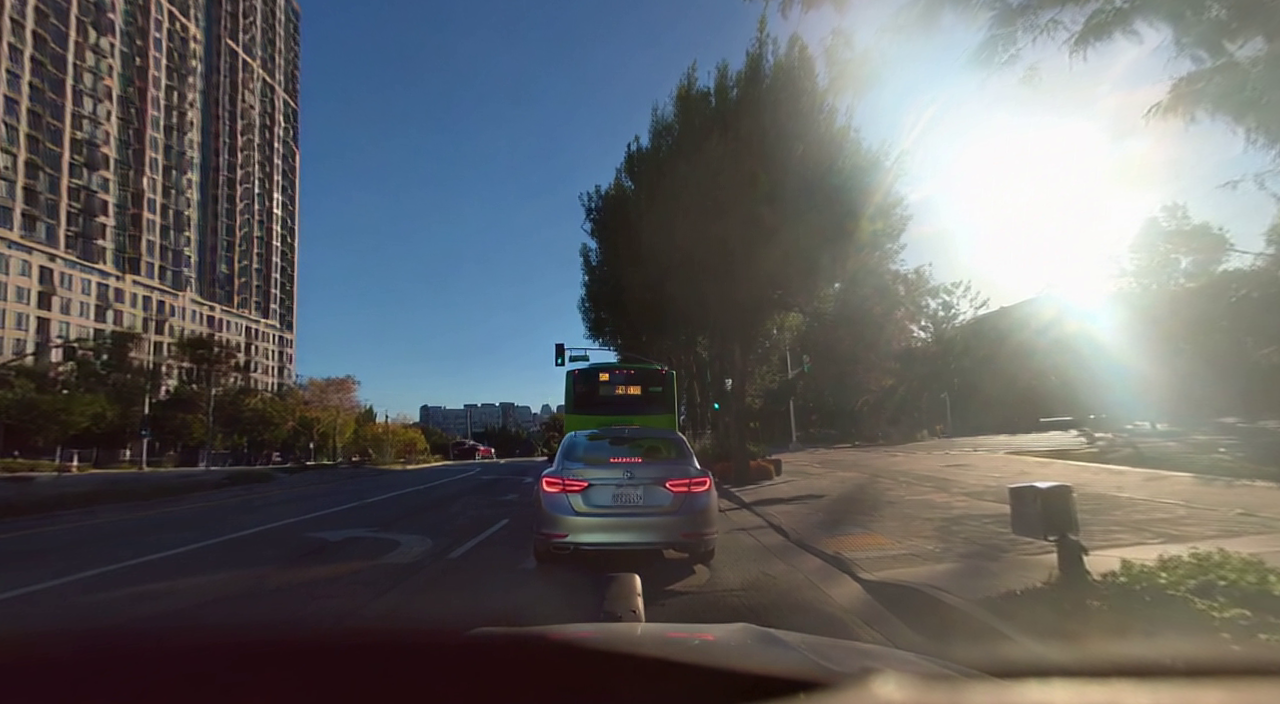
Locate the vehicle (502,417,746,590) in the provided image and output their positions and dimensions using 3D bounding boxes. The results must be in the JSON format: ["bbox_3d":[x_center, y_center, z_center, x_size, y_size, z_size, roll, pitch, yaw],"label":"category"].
[{"bbox_3d":[-0.186,1.547,7.358,2.064,1.452,3.942,0,-8,-2],"label":"vehicle"}]
